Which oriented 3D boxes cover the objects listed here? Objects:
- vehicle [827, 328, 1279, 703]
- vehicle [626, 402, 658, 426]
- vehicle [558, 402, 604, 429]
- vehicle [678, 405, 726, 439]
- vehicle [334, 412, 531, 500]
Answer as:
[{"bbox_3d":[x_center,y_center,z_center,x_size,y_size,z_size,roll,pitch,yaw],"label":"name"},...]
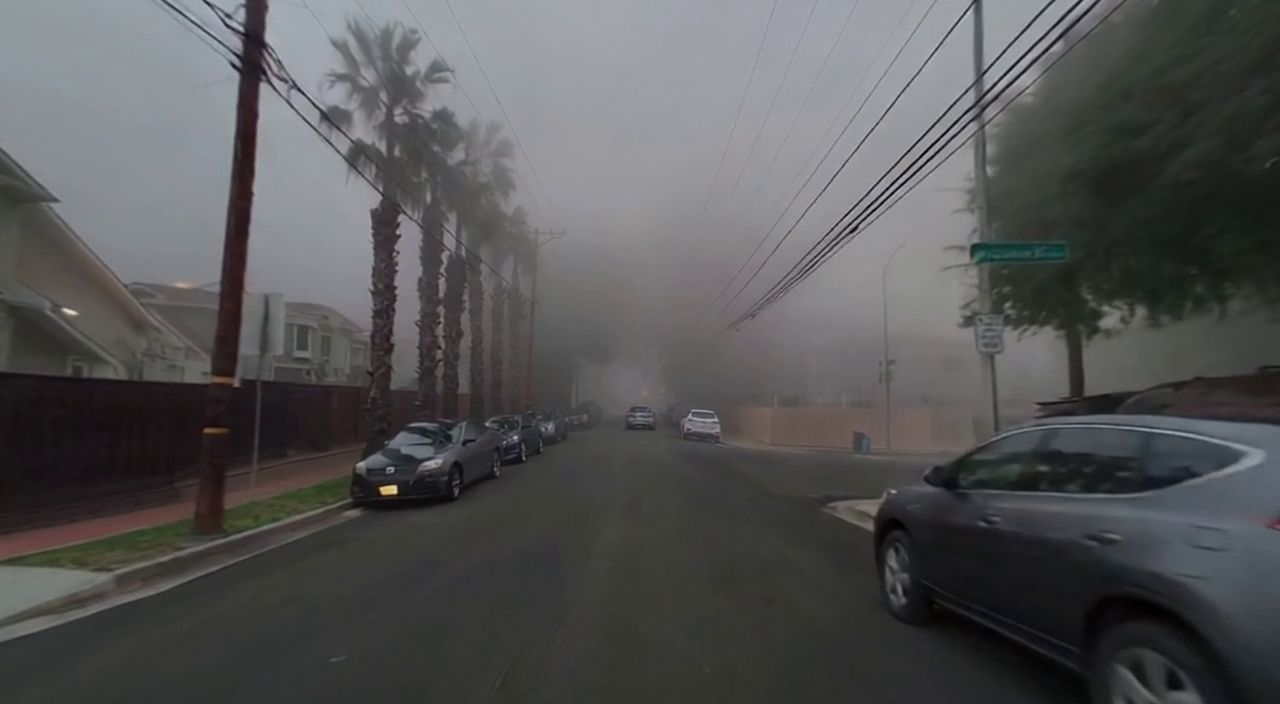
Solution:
[{"bbox_3d":[2.775,1.101,3.921,1.895,1.680,4.842,0,-8,2],"label":"vehicle"},{"bbox_3d":[0.150,4.411,44.303,2.081,1.483,4.599,0,-8,0],"label":"vehicle"},{"bbox_3d":[-3.707,4.144,40.790,2.130,1.543,5.386,0,-8,4],"label":"vehicle"},{"bbox_3d":[3.138,3.704,32.933,2.060,1.614,4.652,0,-8,0],"label":"vehicle"},{"bbox_3d":[-4.072,2.190,13.751,2.157,1.487,5.718,0,-8,2],"label":"vehicle"}]
